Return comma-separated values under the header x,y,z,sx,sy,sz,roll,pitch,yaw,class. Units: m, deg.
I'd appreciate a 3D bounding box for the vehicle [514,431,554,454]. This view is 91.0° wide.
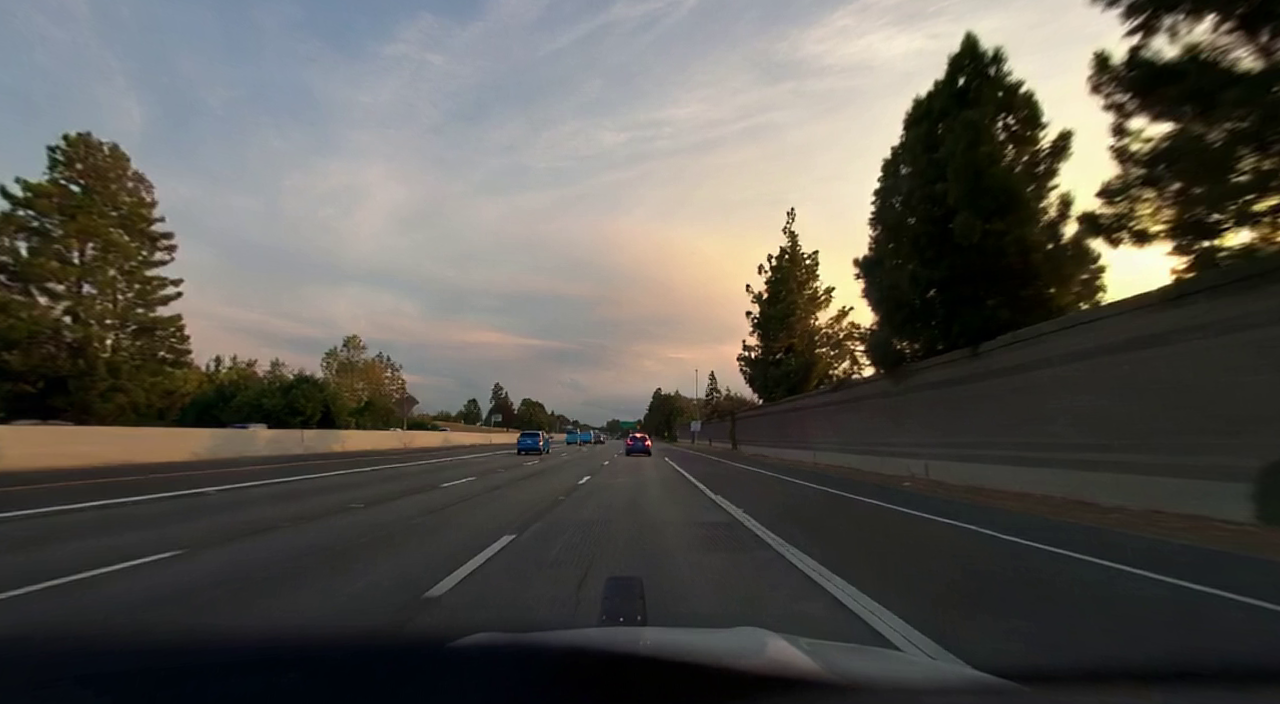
x,y,z,sx,sy,sz,roll,pitch,yaw,class
-7.490,6.469,44.868,2.019,1.523,4.396,0,-8,1,vehicle

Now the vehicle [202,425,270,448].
x,y,z,sx,sy,sz,roll,pitch,yaw,class
-28.370,5.976,44.367,1.930,1.565,4.282,0,-8,0,vehicle

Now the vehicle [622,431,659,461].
x,y,z,sx,sy,sz,roll,pitch,yaw,class
0.025,5.812,38.932,2.141,1.706,4.065,0,-8,0,vehicle
